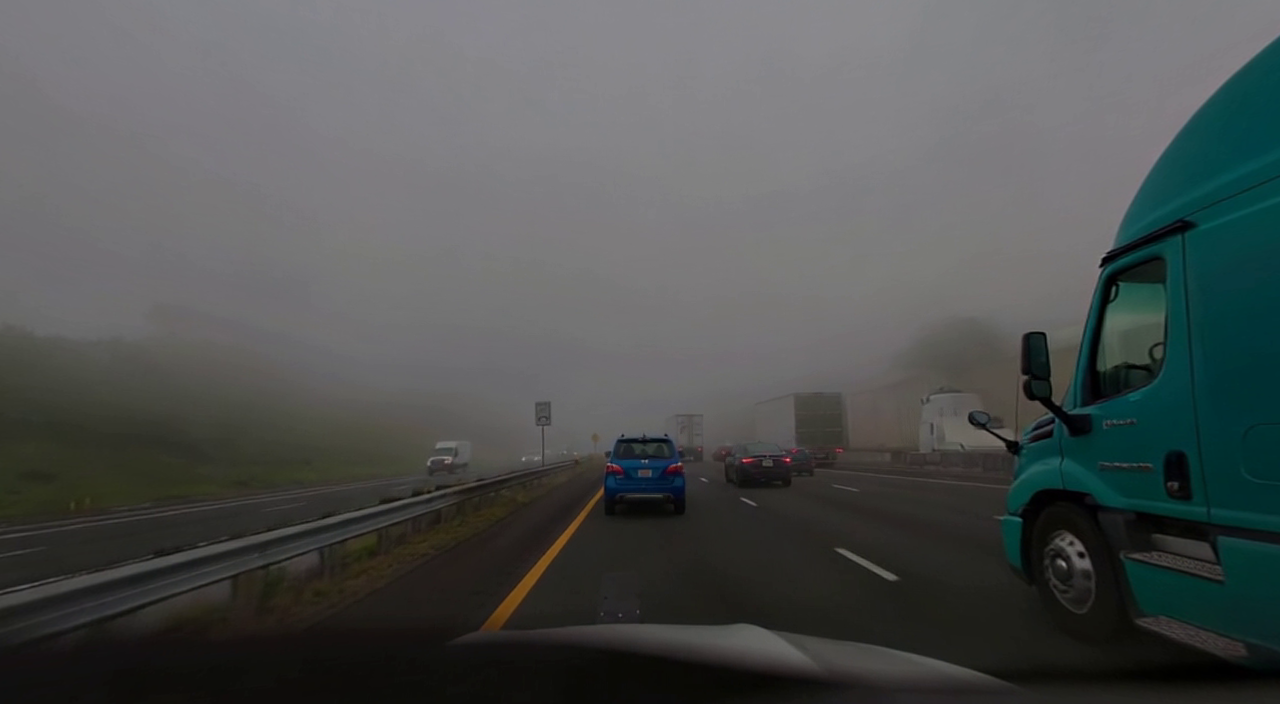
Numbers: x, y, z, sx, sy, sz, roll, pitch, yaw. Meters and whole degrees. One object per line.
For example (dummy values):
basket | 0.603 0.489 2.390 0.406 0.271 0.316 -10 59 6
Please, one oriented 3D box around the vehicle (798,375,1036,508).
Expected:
vehicle | 8.007 2.953 20.438 2.799 3.188 10.578 0 -9 -1

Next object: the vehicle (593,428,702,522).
vehicle | 0.140 2.486 13.082 1.965 1.664 3.428 0 -9 0

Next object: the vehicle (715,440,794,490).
vehicle | 3.806 3.818 21.471 1.859 1.512 3.711 0 -9 -2

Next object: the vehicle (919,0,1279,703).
vehicle | 4.186 -0.030 2.801 2.987 3.877 5.881 0 -9 0
